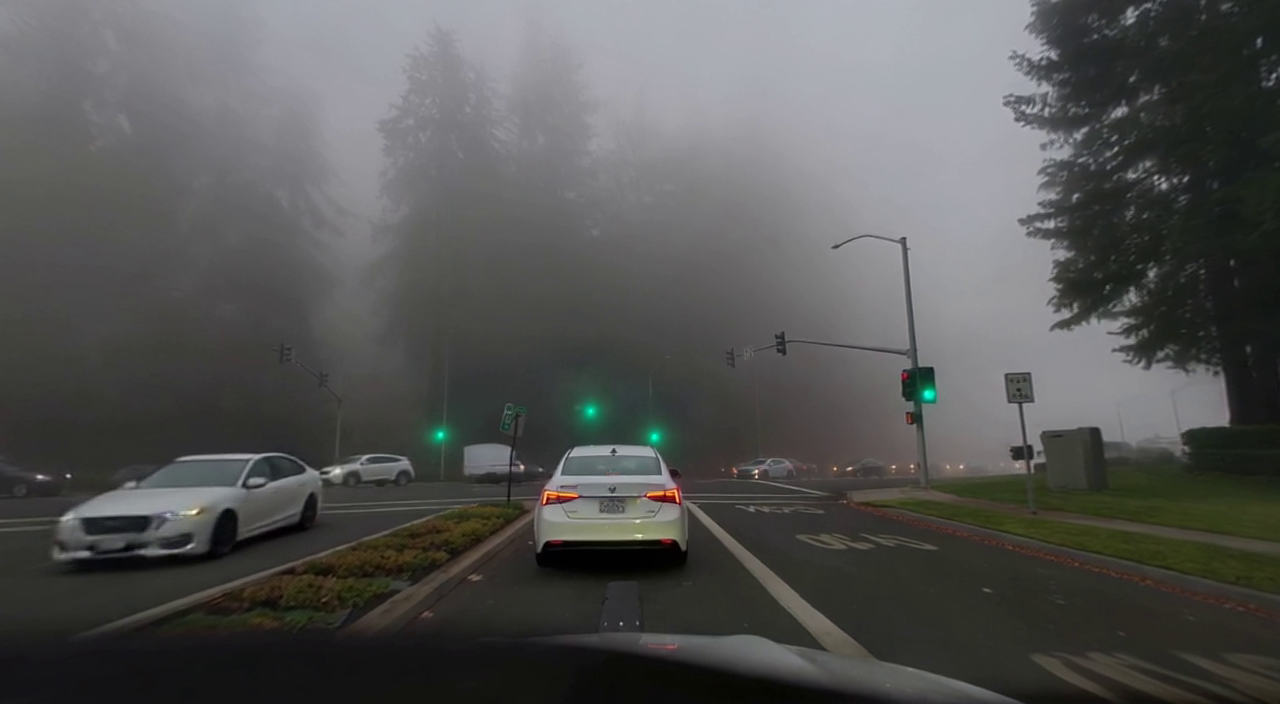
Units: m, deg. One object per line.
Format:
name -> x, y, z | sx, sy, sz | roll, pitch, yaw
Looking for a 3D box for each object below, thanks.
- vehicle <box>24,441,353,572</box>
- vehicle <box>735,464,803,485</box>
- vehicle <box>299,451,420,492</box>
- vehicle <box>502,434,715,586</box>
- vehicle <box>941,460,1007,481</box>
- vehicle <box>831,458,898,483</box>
vehicle -> -6.488, 2.204, 9.984 | 2.078, 1.534, 4.646 | 1, -9, -5
vehicle -> 9.034, 8.578, 44.368 | 4.254, 1.359, 1.895 | 2, -9, -16
vehicle -> -14.740, 6.265, 33.311 | 5.500, 2.012, 2.201 | -2, -9, 13
vehicle -> -0.363, 1.886, 8.462 | 2.112, 1.479, 4.264 | 0, -9, -1
vehicle -> 25.946, 9.160, 49.083 | 4.358, 1.471, 1.875 | 2, -9, -16
vehicle -> 16.464, 8.676, 46.374 | 4.337, 1.637, 1.860 | 2, -9, -16
